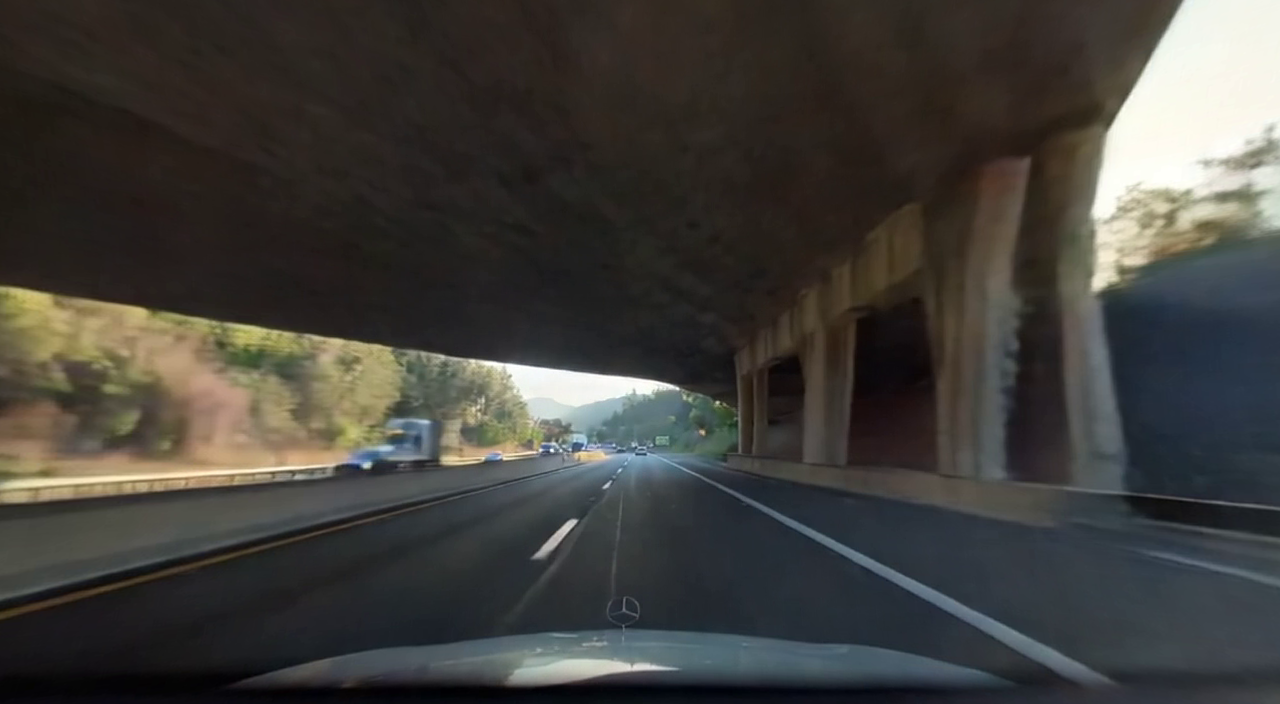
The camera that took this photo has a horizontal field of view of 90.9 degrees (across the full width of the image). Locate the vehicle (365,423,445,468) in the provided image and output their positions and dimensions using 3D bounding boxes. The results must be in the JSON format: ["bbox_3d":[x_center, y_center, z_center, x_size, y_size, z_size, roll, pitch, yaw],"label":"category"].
[{"bbox_3d":[-15.909,6.413,43.291,2.554,2.819,7.254,0,-9,1],"label":"vehicle"}]

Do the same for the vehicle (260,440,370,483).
[{"bbox_3d":[-12.302,4.166,24.214,1.888,1.462,4.218,0,-9,1],"label":"vehicle"}]
